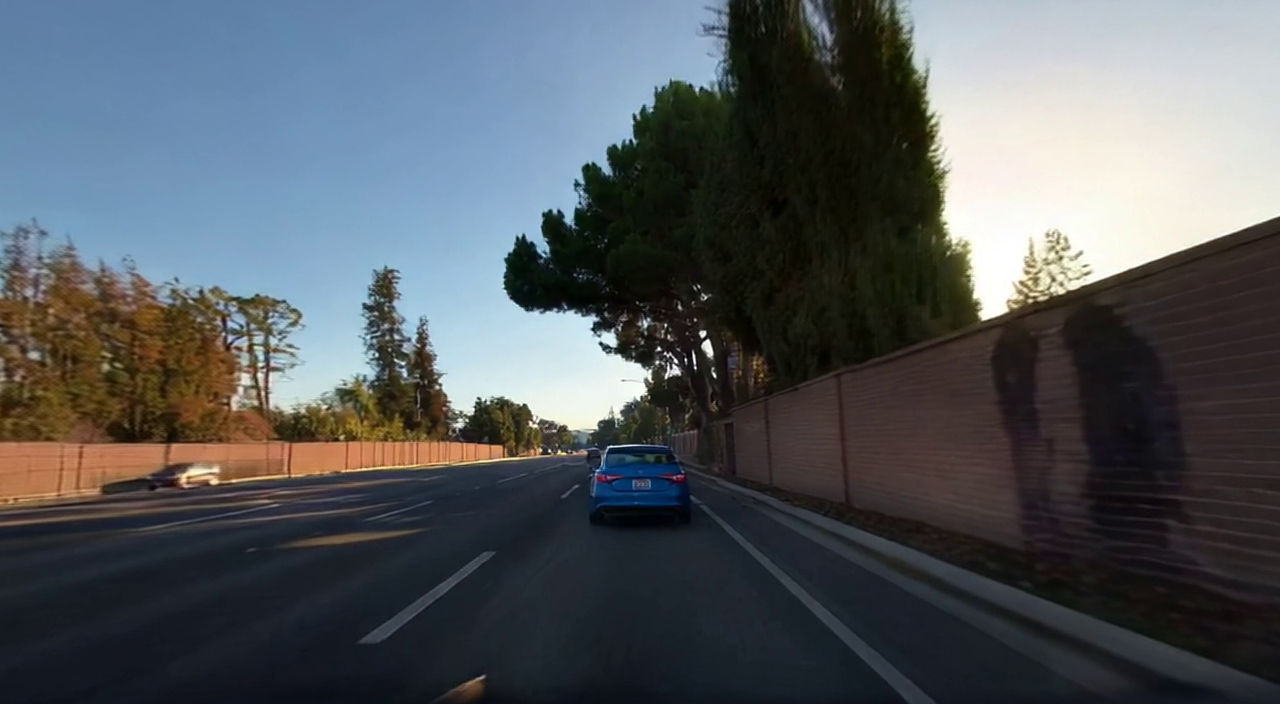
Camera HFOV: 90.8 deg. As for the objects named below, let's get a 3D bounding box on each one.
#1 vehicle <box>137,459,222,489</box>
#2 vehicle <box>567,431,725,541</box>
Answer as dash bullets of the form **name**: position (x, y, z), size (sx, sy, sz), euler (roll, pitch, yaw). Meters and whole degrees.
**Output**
- **vehicle**: position (-28.512, 7.541, 39.292), size (1.937, 1.643, 4.453), euler (0, -8, 0)
- **vehicle**: position (0.077, 2.192, 11.008), size (2.205, 1.509, 4.272), euler (0, -8, 0)
